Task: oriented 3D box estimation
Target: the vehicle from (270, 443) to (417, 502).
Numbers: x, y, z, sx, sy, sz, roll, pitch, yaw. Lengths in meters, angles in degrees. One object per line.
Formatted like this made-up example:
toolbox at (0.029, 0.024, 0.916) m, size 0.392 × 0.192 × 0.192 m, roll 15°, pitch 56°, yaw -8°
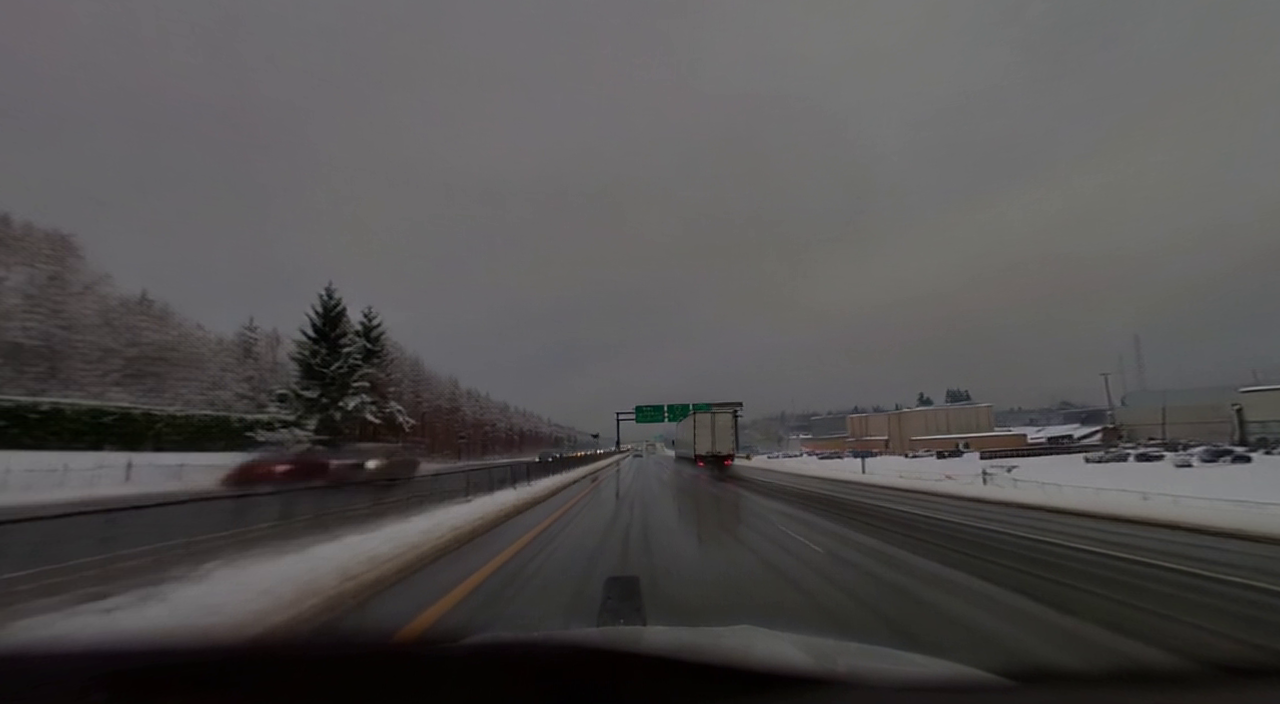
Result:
vehicle at (-8.783, 3.590, 19.217) m, size 2.213 × 1.567 × 4.564 m, roll 0°, pitch -9°, yaw 1°

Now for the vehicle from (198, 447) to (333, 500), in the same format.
vehicle at (-12.461, 4.031, 21.370) m, size 1.909 × 1.583 × 4.285 m, roll 0°, pitch -9°, yaw 0°

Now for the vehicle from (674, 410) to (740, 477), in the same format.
vehicle at (4.455, 6.623, 45.616) m, size 3.038 × 4.047 × 13.741 m, roll 0°, pitch -9°, yaw -1°
